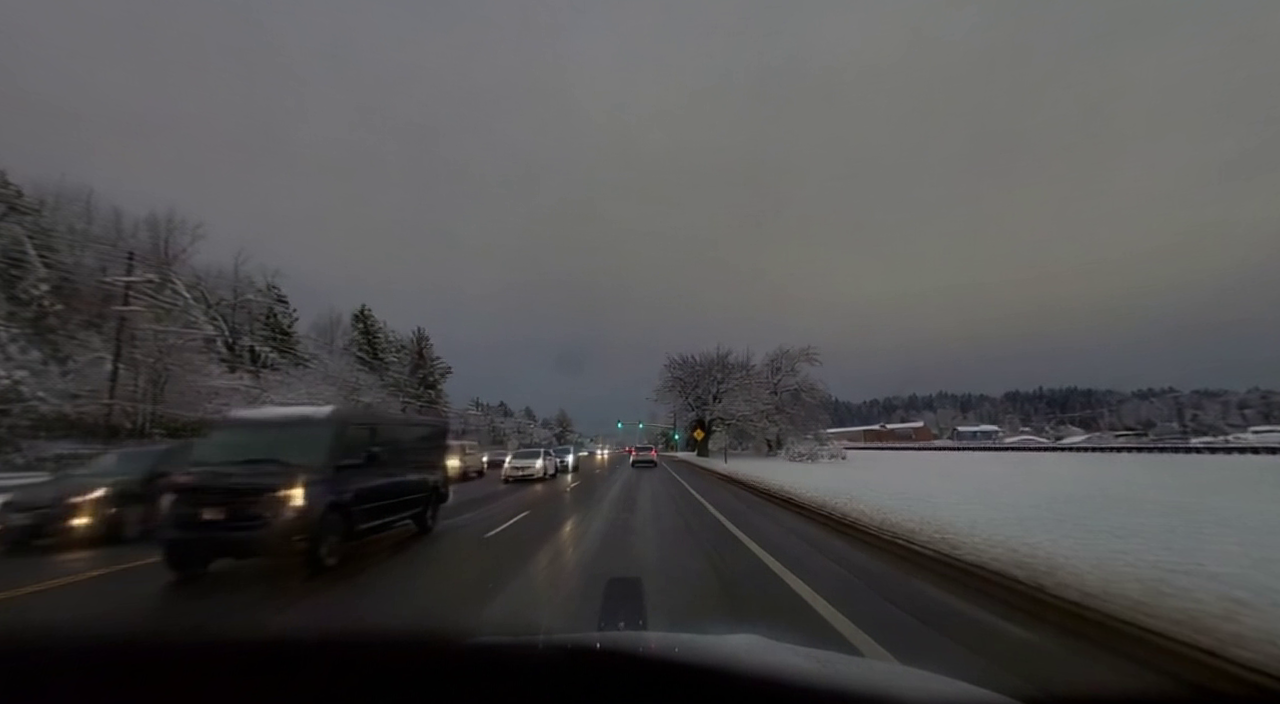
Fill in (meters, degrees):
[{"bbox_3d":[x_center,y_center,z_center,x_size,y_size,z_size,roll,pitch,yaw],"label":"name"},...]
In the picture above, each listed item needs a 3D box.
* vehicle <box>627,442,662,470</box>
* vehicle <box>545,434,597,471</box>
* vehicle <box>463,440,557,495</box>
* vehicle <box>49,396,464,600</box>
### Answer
[{"bbox_3d":[0.250,5.802,35.322,1.875,1.453,3.888,0,-8,0],"label":"vehicle"},{"bbox_3d":[-3.651,5.420,34.215,2.242,1.852,5.201,0,-8,0],"label":"vehicle"},{"bbox_3d":[-3.849,3.490,19.525,1.952,1.471,4.334,-1,-8,1],"label":"vehicle"},{"bbox_3d":[-4.025,1.621,7.988,2.130,1.749,4.904,0,-8,0],"label":"vehicle"}]
